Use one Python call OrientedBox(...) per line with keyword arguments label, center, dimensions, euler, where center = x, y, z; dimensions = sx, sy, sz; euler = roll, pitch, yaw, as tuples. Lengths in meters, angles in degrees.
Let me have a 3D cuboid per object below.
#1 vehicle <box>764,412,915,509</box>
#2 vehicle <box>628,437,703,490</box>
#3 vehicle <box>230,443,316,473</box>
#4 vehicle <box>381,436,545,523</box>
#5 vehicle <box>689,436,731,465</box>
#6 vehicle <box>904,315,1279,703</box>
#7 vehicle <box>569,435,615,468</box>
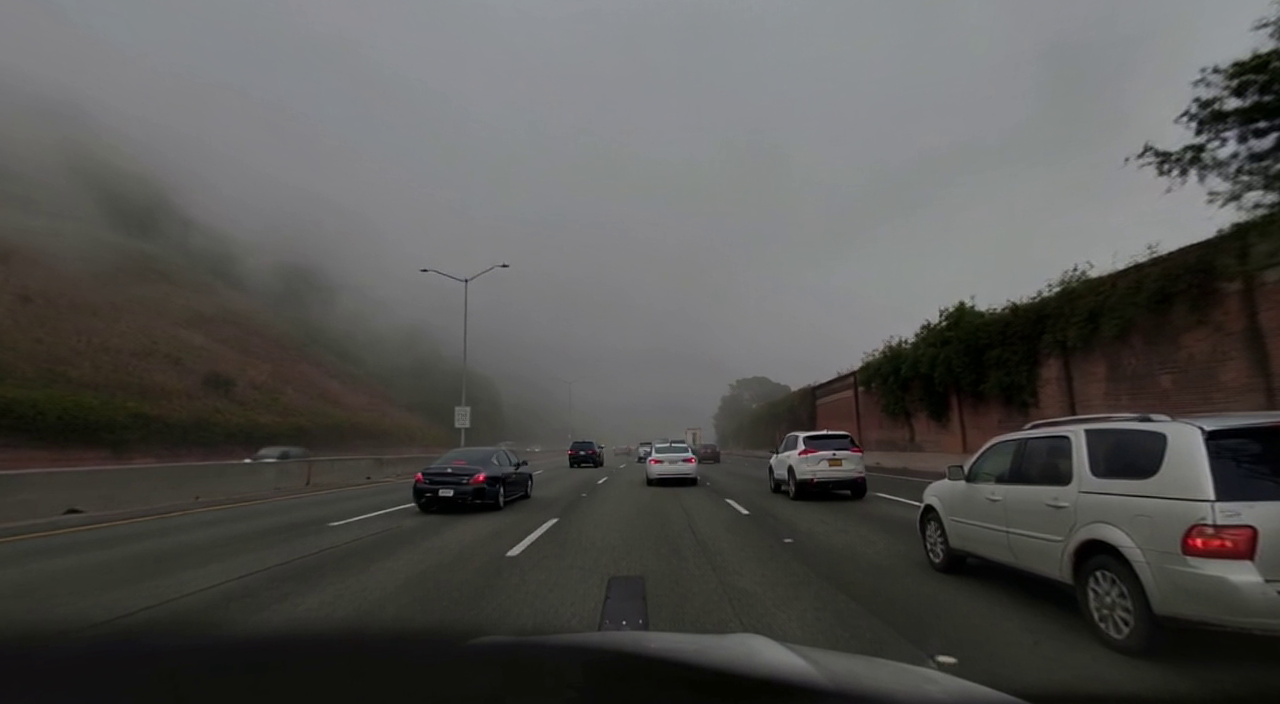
OrientedBox(label="vehicle", center=(4.348, 2.444, 14.657), dimensions=(1.970, 1.872, 4.575), euler=(0, -8, 0))
OrientedBox(label="vehicle", center=(0.688, 3.402, 19.677), dimensions=(2.105, 1.471, 3.978), euler=(0, -8, -1))
OrientedBox(label="vehicle", center=(-21.592, 6.236, 37.389), dimensions=(2.044, 1.674, 4.991), euler=(0, -8, 0))
OrientedBox(label="vehicle", center=(-3.321, 2.465, 12.858), dimensions=(1.961, 1.456, 4.362), euler=(0, -8, 1))
OrientedBox(label="vehicle", center=(3.897, 5.545, 35.582), dimensions=(1.855, 1.513, 3.915), euler=(0, -8, -1))
OrientedBox(label="vehicle", center=(3.768, 1.005, 4.429), dimensions=(1.930, 1.831, 4.344), euler=(0, -8, 0))
OrientedBox(label="vehicle", center=(-2.716, 5.824, 37.193), dimensions=(2.154, 1.793, 4.736), euler=(0, -8, 2))
